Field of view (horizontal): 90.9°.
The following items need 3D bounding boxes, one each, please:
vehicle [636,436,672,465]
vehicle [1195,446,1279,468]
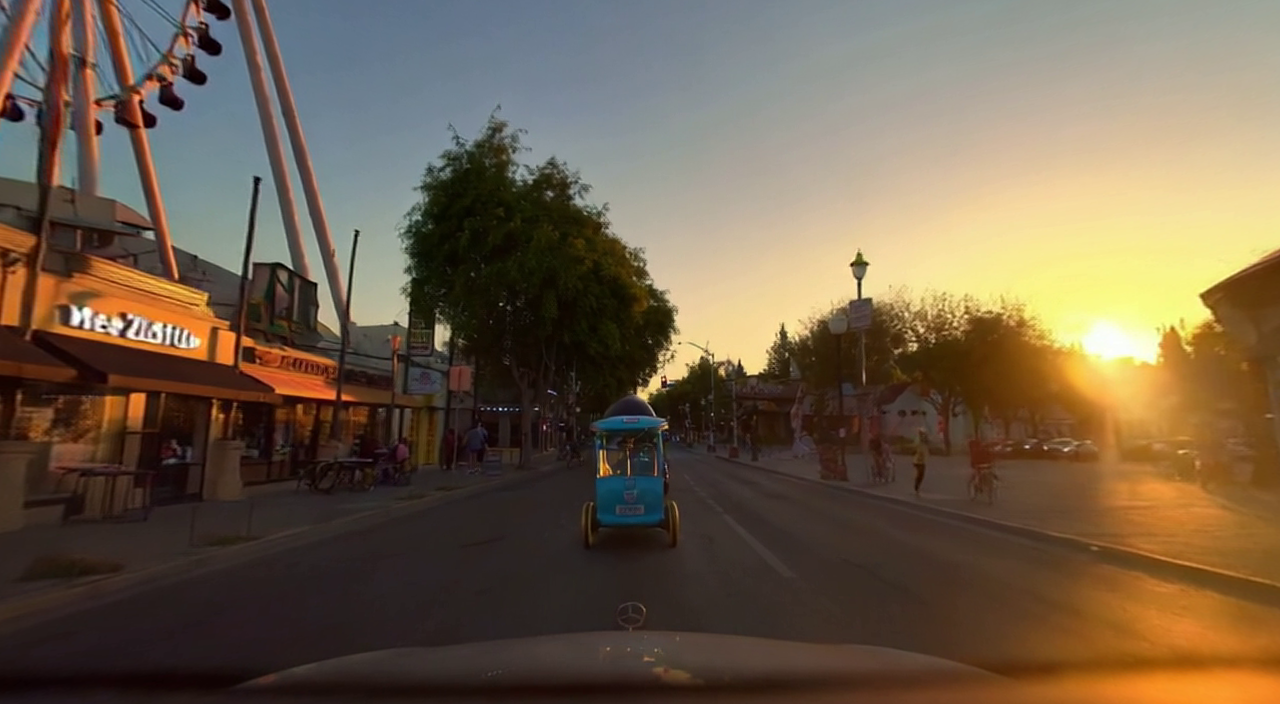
[{"bbox_3d":[0.931,6.387,40.826,2.221,1.773,4.228,0,-9,2],"label":"vehicle"},{"bbox_3d":[41.713,7.305,43.859,4.120,1.445,1.893,-2,-9,10],"label":"vehicle"}]
